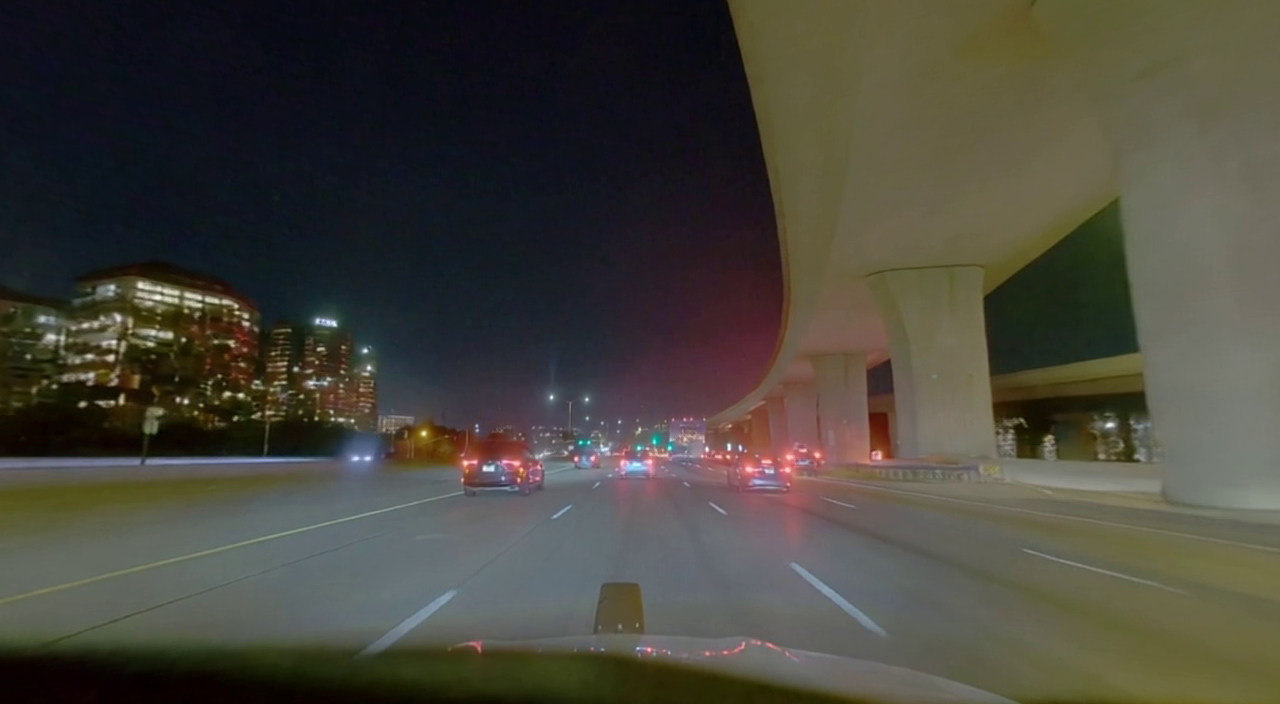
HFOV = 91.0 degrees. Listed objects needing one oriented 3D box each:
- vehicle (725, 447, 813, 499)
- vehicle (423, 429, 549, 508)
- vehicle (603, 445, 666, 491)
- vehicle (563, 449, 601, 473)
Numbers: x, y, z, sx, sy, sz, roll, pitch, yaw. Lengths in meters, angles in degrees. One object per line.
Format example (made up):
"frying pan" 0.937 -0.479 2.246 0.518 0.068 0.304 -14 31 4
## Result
"vehicle" 4.020 3.828 20.329 1.974 1.490 3.994 0 -9 0
"vehicle" -3.948 3.070 17.111 2.142 1.819 4.648 0 -9 1
"vehicle" -0.154 4.160 22.892 2.089 1.493 3.964 0 -9 1
"vehicle" -3.618 6.849 39.880 1.868 1.431 4.055 0 -9 2
